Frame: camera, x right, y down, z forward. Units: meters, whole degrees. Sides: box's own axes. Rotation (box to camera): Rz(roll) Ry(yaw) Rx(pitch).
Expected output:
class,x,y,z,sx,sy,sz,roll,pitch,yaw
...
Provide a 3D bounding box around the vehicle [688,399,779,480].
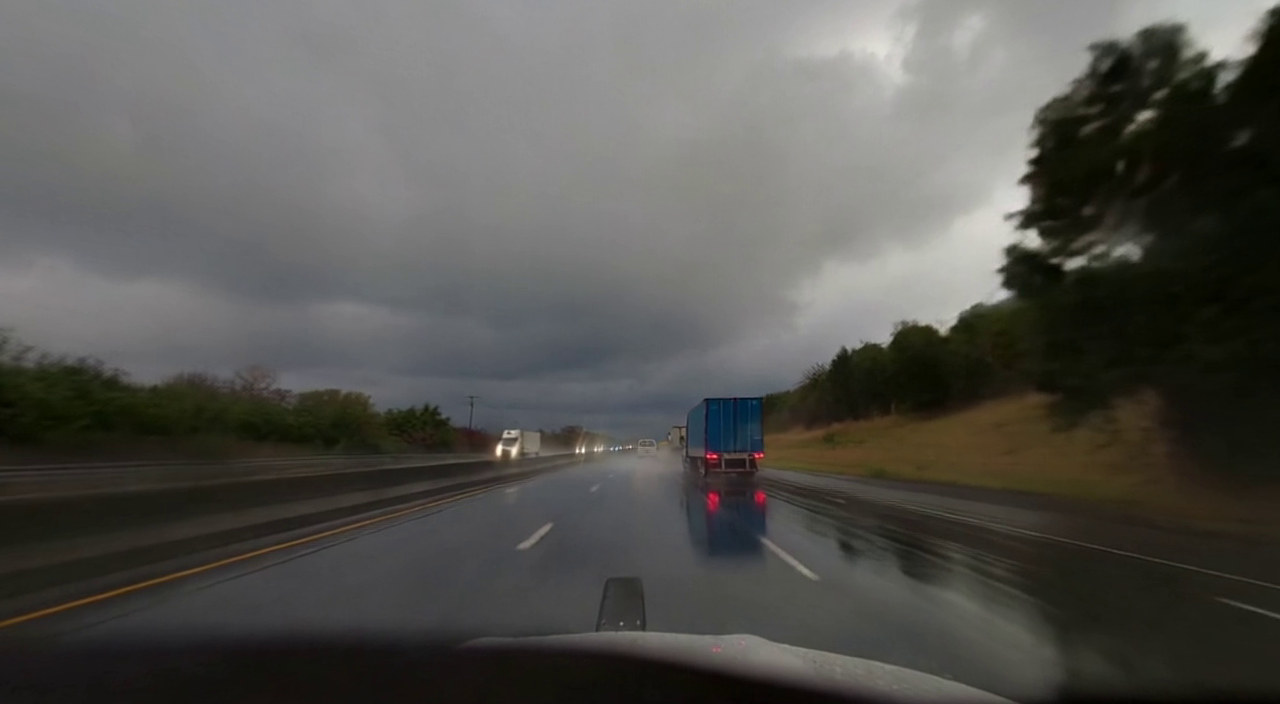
class,x,y,z,sx,sy,sz,roll,pitch,yaw
vehicle,4.269,4.344,31.043,2.960,3.381,8.914,0,-9,-1
